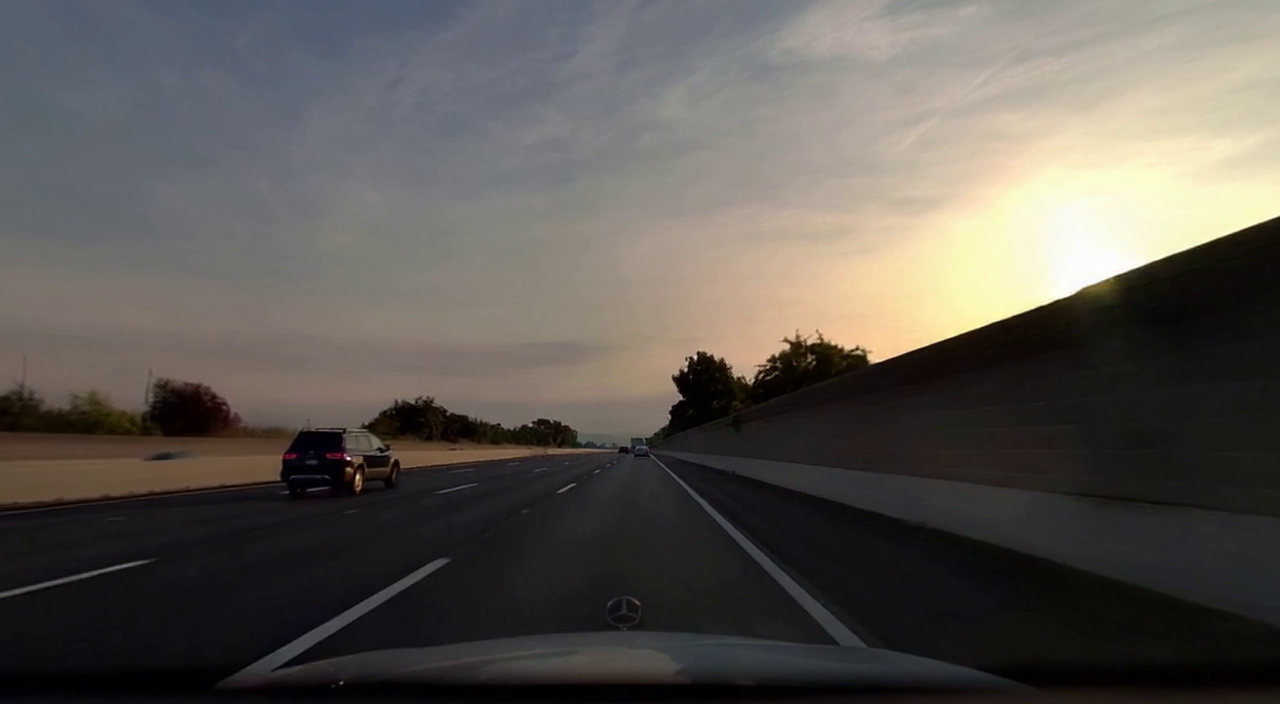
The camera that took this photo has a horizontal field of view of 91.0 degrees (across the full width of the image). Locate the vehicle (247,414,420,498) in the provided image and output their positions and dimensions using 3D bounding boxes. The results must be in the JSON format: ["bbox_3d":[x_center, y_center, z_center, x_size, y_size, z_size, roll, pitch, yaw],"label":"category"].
[{"bbox_3d":[-8.054,2.816,17.281,2.163,1.947,4.959,0,-9,1],"label":"vehicle"}]

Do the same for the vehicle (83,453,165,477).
[{"bbox_3d":[-36.019,7.867,44.101,1.861,1.523,4.493,0,-9,1],"label":"vehicle"}]

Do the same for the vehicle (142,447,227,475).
[{"bbox_3d":[-28.993,6.935,40.306,1.951,1.652,4.578,0,-9,1],"label":"vehicle"}]
